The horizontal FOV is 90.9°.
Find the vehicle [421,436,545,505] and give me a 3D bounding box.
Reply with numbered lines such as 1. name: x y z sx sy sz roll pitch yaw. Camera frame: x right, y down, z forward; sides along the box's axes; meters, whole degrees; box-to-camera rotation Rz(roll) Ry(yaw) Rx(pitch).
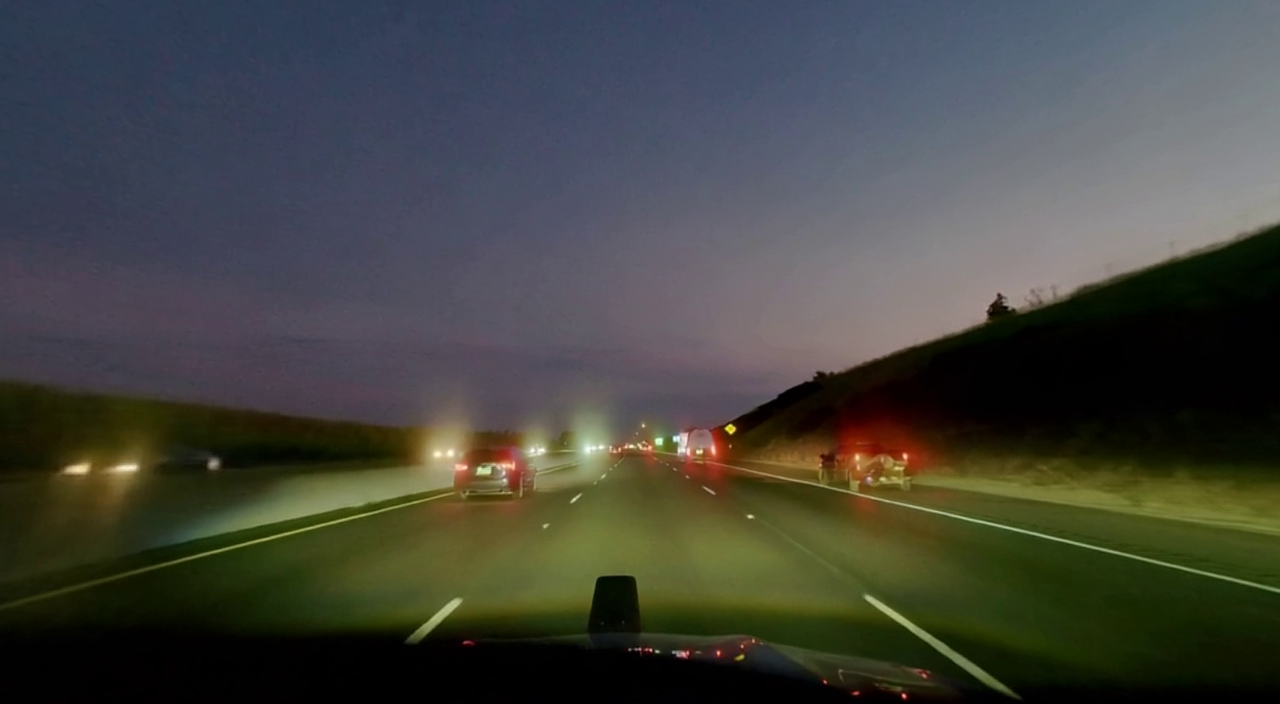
1. vehicle: -3.855 3.017 16.380 2.054 1.529 4.368 0 -9 1

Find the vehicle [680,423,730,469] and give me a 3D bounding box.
1. vehicle: 3.915 5.849 39.174 2.361 2.636 5.684 0 -9 -1

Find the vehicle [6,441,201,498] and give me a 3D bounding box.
1. vehicle: -15.838 3.481 19.035 1.846 1.489 4.623 0 -9 -1

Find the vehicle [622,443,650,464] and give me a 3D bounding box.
1. vehicle: -0.327 7.797 48.422 2.007 1.456 3.719 0 -9 -1
